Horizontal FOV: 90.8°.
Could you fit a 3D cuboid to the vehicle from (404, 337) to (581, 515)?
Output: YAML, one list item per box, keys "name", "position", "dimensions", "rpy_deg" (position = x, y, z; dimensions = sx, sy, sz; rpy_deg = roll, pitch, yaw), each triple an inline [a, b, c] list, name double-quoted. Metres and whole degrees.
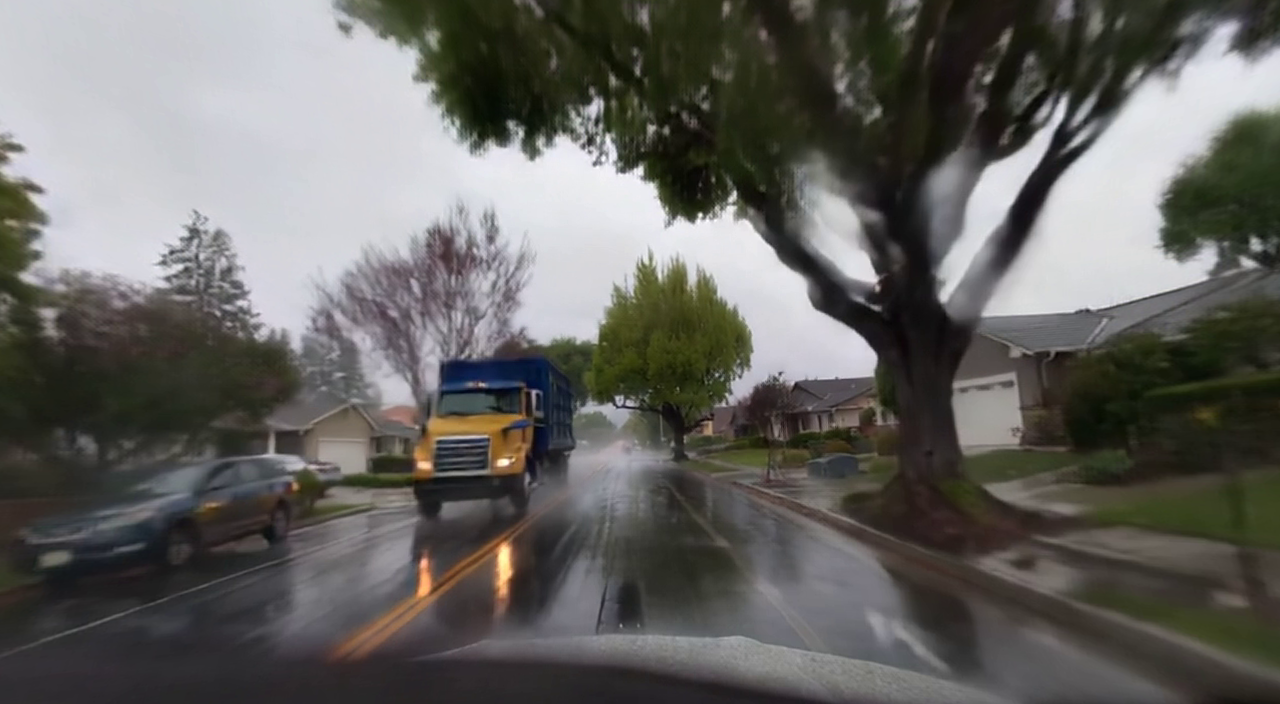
- name: "vehicle"
  position: [-3.887, 2.474, 20.006]
  dimensions: [3.133, 4.112, 10.695]
  rpy_deg: [0, -9, -1]

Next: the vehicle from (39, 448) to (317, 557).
- name: "vehicle"
  position: [-8.878, 2.851, 12.863]
  dimensions: [2.119, 1.775, 4.643]
  rpy_deg: [0, -9, 0]
